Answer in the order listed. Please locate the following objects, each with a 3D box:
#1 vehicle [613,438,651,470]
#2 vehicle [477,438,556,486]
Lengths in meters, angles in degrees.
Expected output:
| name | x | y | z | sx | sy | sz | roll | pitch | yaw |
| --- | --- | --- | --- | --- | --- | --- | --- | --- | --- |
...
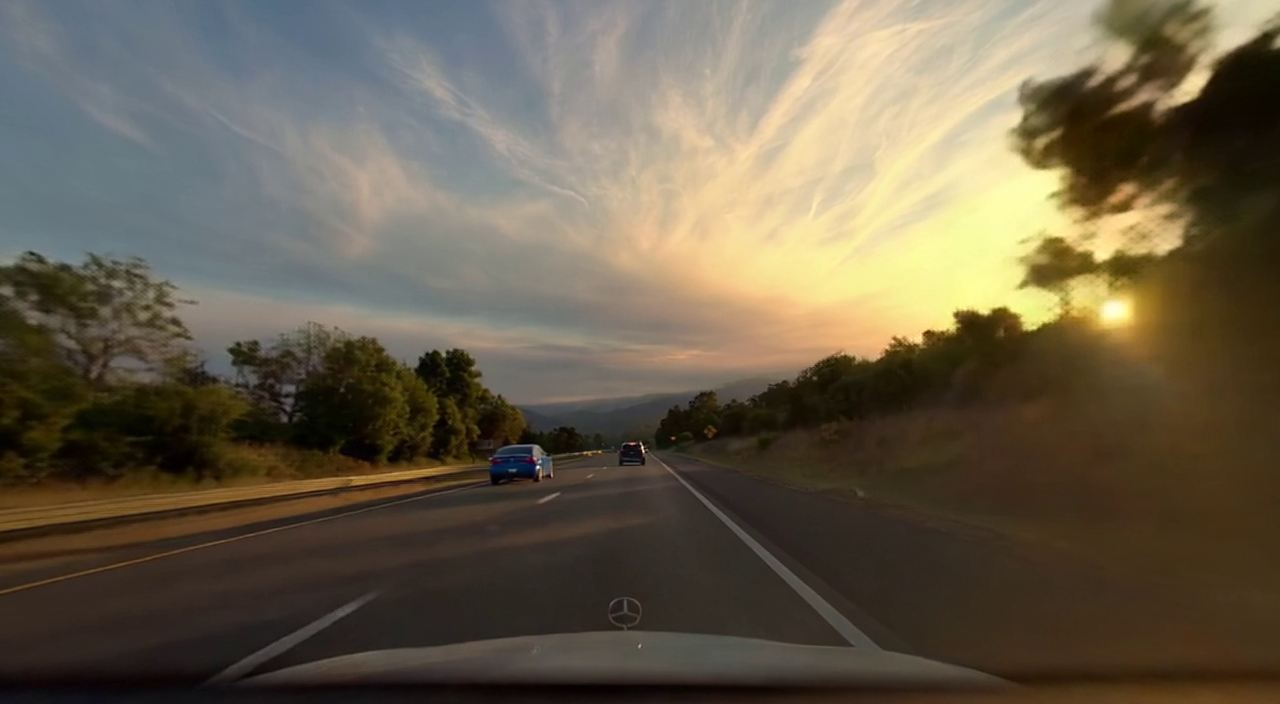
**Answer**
| name | x | y | z | sx | sy | sz | roll | pitch | yaw |
| --- | --- | --- | --- | --- | --- | --- | --- | --- | --- |
| vehicle | -0.453 | 6.053 | 37.561 | 2.126 | 1.786 | 3.958 | 0 | -9 | -1 |
| vehicle | -4.546 | 4.118 | 23.868 | 2.113 | 1.656 | 4.215 | 0 | -9 | 1 |
